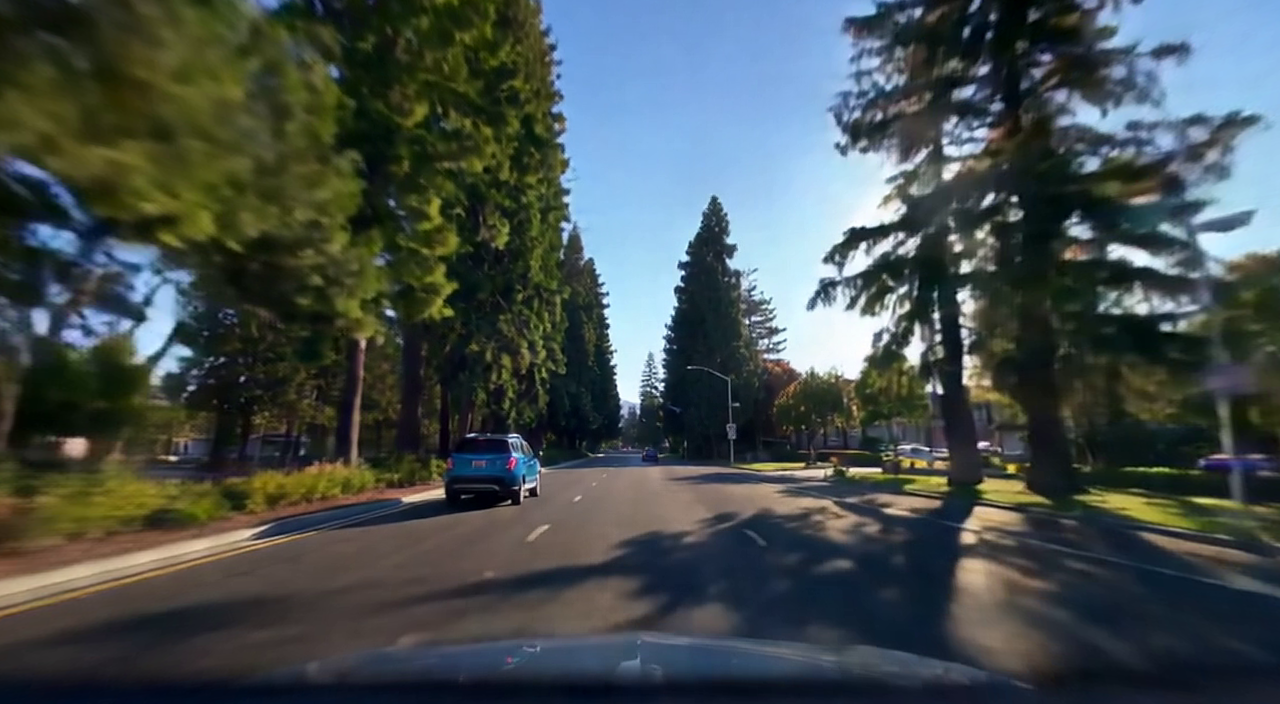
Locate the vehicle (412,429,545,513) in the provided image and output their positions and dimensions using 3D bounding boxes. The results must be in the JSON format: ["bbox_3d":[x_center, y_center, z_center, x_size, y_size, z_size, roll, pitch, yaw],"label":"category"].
[{"bbox_3d":[-3.706,2.812,15.411,2.078,1.748,4.279,0,-8,0],"label":"vehicle"}]

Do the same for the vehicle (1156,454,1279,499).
[{"bbox_3d":[20.956,4.299,21.947,4.145,1.418,1.988,-1,-9,8],"label":"vehicle"}]
